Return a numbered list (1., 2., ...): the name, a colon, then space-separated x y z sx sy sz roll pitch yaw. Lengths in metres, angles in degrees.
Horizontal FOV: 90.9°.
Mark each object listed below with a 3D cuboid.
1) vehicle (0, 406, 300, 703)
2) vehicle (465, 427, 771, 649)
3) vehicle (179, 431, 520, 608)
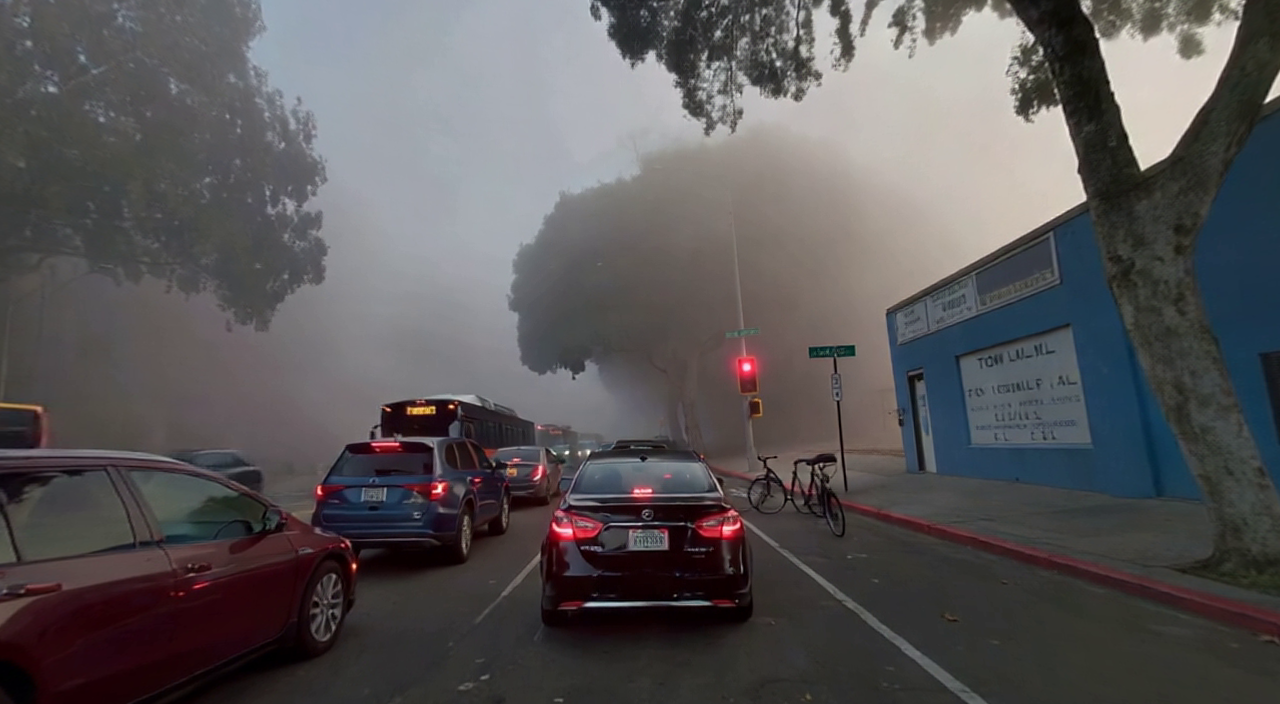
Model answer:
1. vehicle: -3.168 0.869 1.720 1.867 1.486 4.452 0 -8 2
2. vehicle: -0.134 1.523 6.162 2.031 1.461 3.763 0 -8 0
3. vehicle: -2.906 1.751 7.626 1.944 1.481 4.385 0 -8 1
